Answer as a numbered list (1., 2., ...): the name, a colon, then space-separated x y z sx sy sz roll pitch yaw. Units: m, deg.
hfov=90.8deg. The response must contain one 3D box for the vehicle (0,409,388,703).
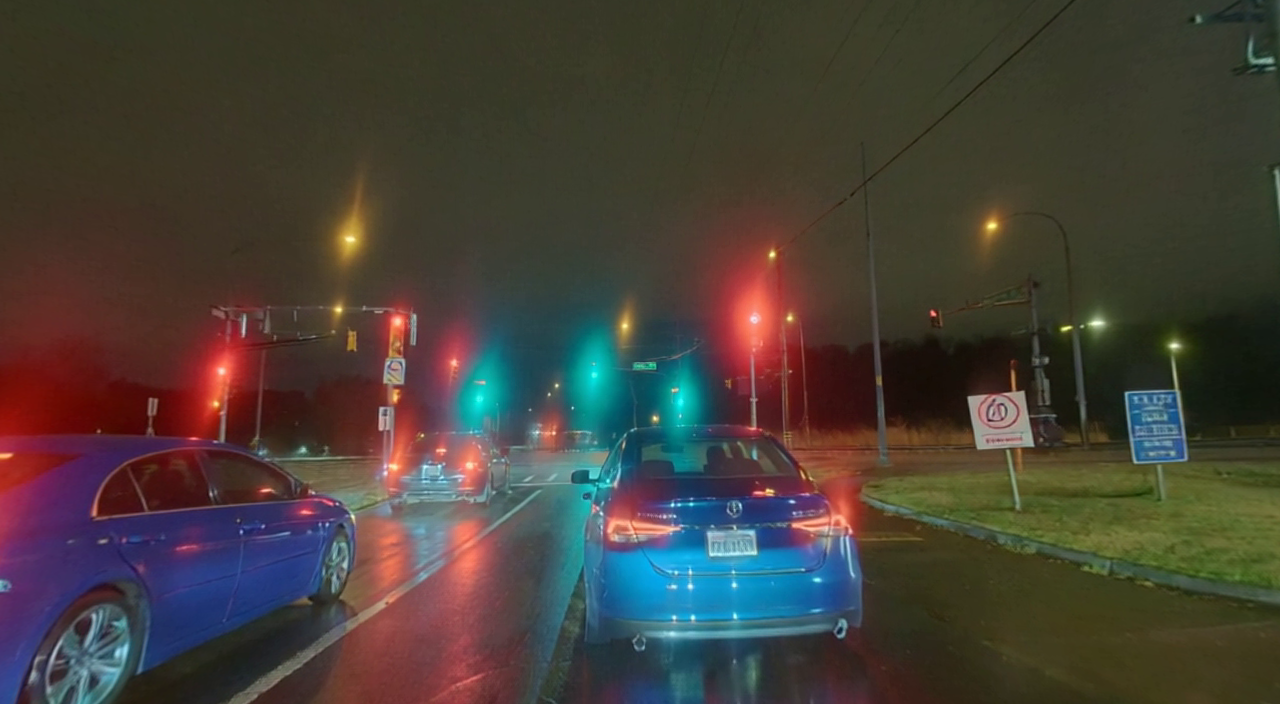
1. vehicle: -3.707 1.250 4.465 1.956 1.468 4.585 0 -9 0

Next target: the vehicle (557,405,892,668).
1. vehicle: 0.395 1.383 5.796 1.998 1.529 3.960 1 -9 -3

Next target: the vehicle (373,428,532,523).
1. vehicle: -3.355 2.280 12.191 1.984 1.505 3.982 0 -9 -2
